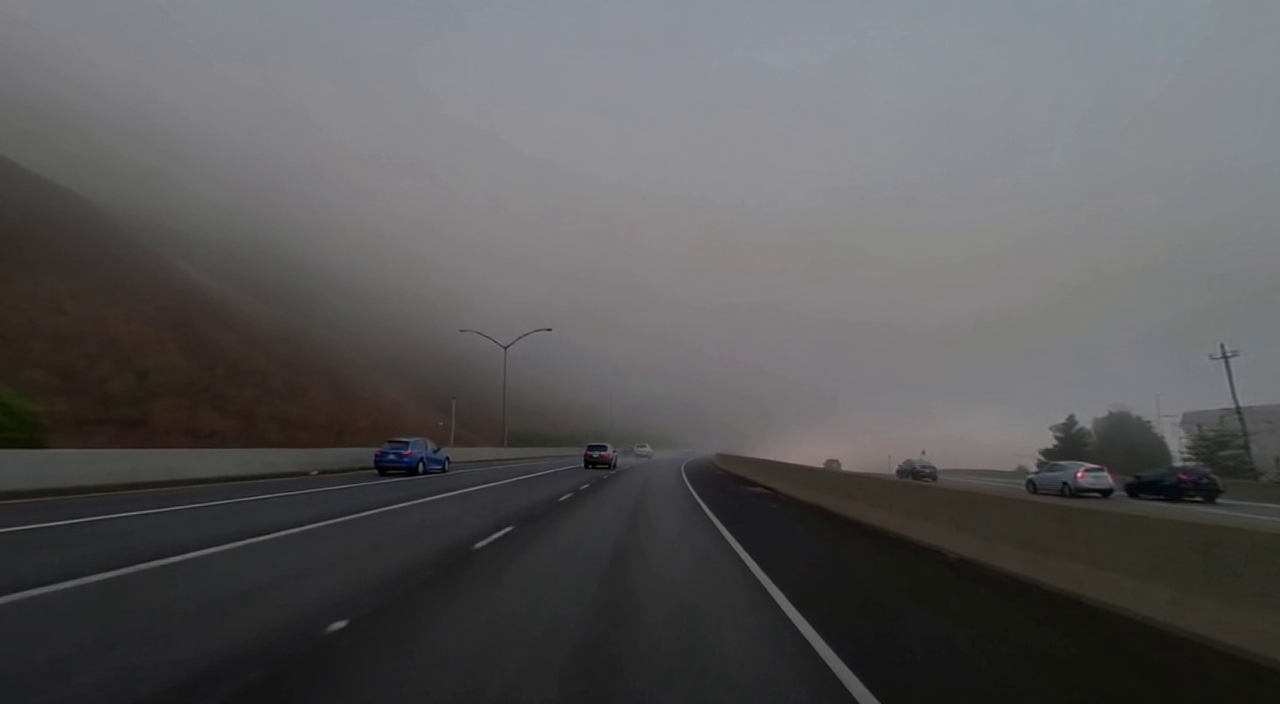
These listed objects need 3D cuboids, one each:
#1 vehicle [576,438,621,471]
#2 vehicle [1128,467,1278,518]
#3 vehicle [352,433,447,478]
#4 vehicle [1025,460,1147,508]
[{"bbox_3d":[-2.334,5.916,36.456,2.028,1.782,4.150,-1,-8,4],"label":"vehicle"},{"bbox_3d":[21.500,5.330,24.396,2.010,1.620,4.347,-1,-8,5],"label":"vehicle"},{"bbox_3d":[-10.207,4.427,27.204,2.039,1.746,4.528,-1,-8,4],"label":"vehicle"},{"bbox_3d":[17.196,5.065,24.629,1.786,1.559,4.496,-1,-8,5],"label":"vehicle"}]
